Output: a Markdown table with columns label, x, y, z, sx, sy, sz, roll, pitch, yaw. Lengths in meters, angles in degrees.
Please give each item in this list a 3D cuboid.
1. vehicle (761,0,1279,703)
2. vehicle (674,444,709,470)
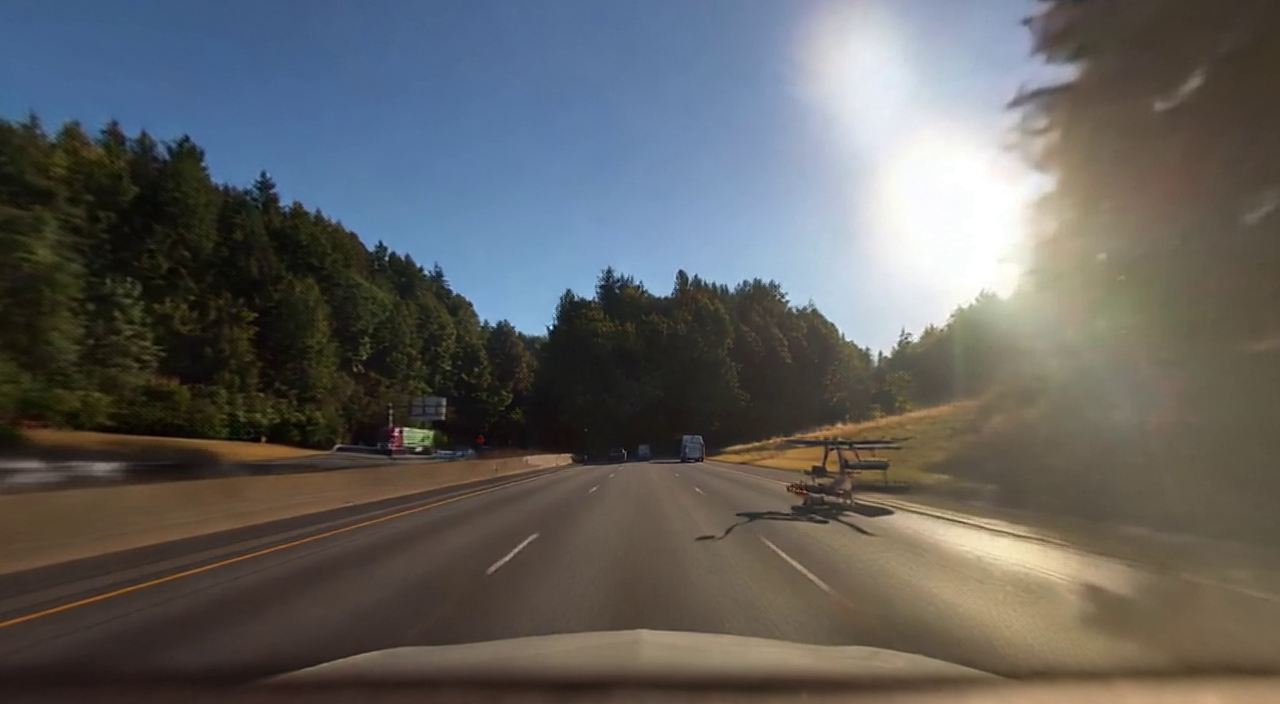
| label | x | y | z | sx | sy | sz | roll | pitch | yaw |
| --- | --- | --- | --- | --- | --- | --- | --- | --- | --- |
| vehicle | 4.622 | 0.079 | 6.719 | 3.115 | 4.407 | 17.026 | 0 | -9 | -1 |
| vehicle | 3.393 | 6.989 | 42.119 | 2.019 | 1.601 | 3.953 | 0 | -9 | 0 |
